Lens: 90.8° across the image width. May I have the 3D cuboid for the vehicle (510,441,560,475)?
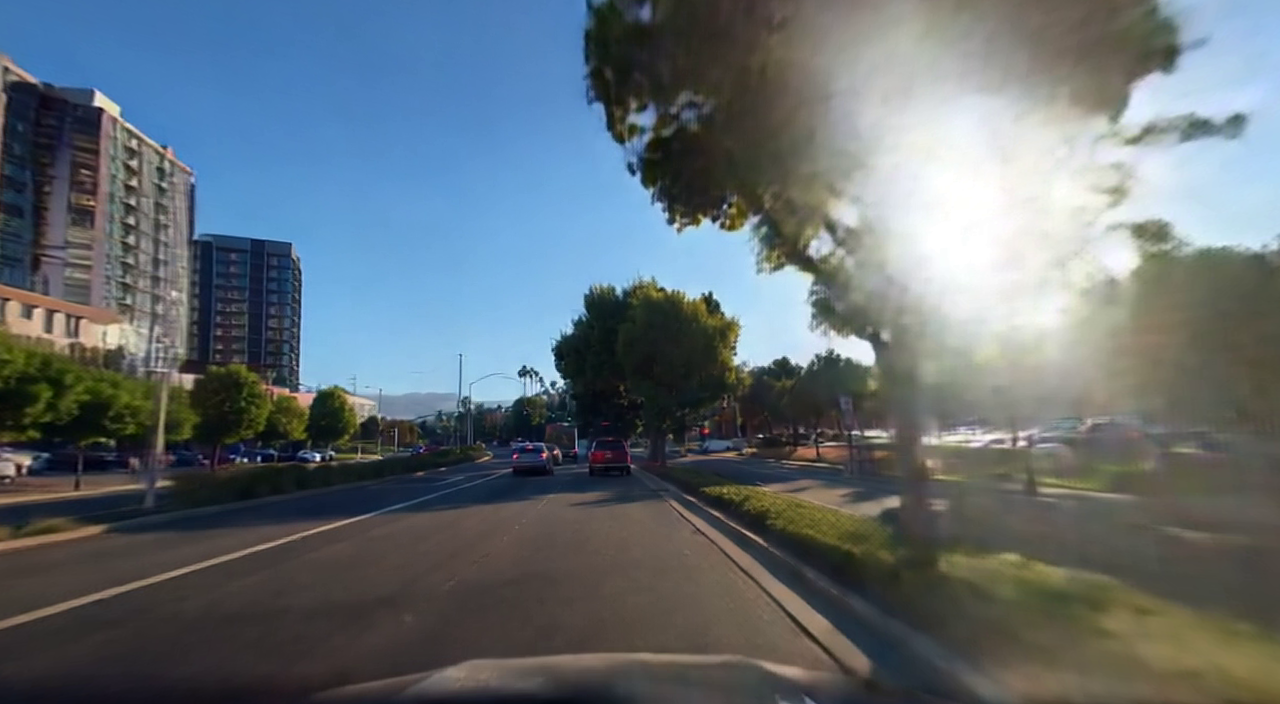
[{"bbox_3d":[-4.910,4.986,29.982,1.904,1.460,4.300,0,-8,-4],"label":"vehicle"}]

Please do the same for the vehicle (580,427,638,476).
[{"bbox_3d":[-1.364,4.204,26.817,2.260,1.872,4.578,1,-8,-4],"label":"vehicle"}]
